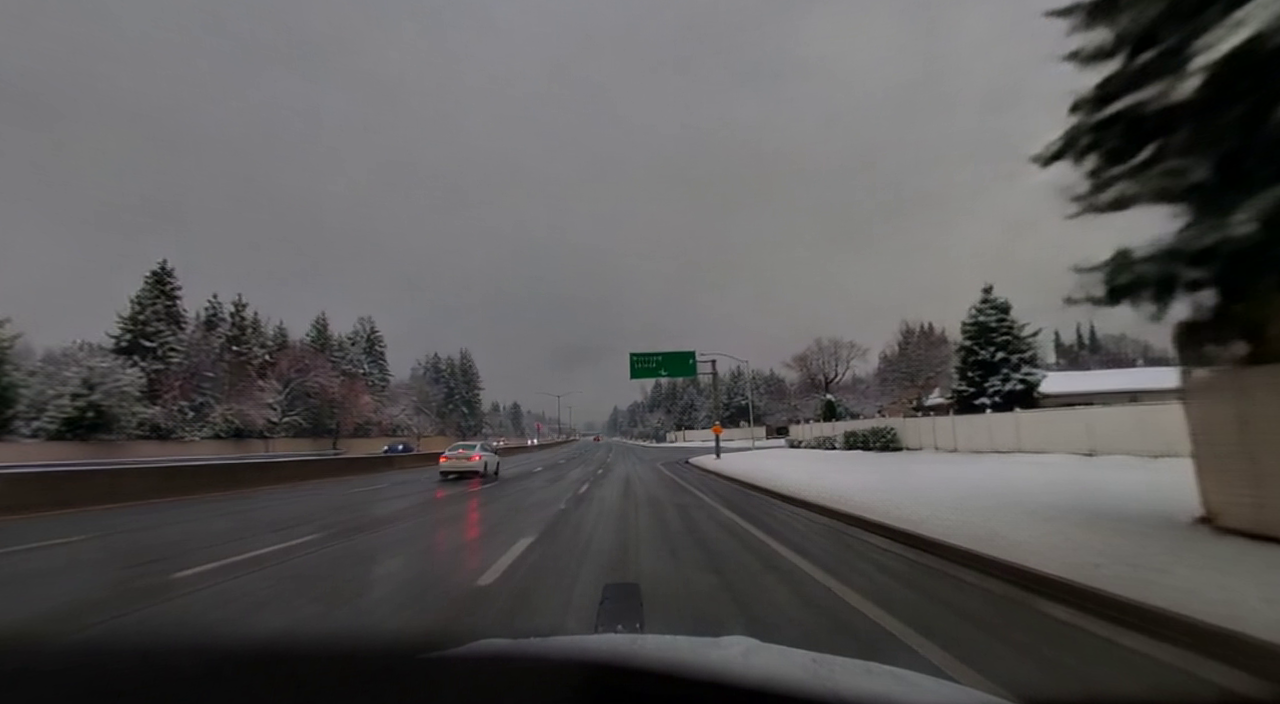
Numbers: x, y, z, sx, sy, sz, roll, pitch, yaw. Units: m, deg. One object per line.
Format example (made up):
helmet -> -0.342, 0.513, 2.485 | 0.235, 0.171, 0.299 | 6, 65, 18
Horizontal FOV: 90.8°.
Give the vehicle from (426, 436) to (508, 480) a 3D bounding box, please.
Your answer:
vehicle -> -7.217, 4.474, 26.918 | 2.115, 1.711, 4.722 | 0, -9, 0
